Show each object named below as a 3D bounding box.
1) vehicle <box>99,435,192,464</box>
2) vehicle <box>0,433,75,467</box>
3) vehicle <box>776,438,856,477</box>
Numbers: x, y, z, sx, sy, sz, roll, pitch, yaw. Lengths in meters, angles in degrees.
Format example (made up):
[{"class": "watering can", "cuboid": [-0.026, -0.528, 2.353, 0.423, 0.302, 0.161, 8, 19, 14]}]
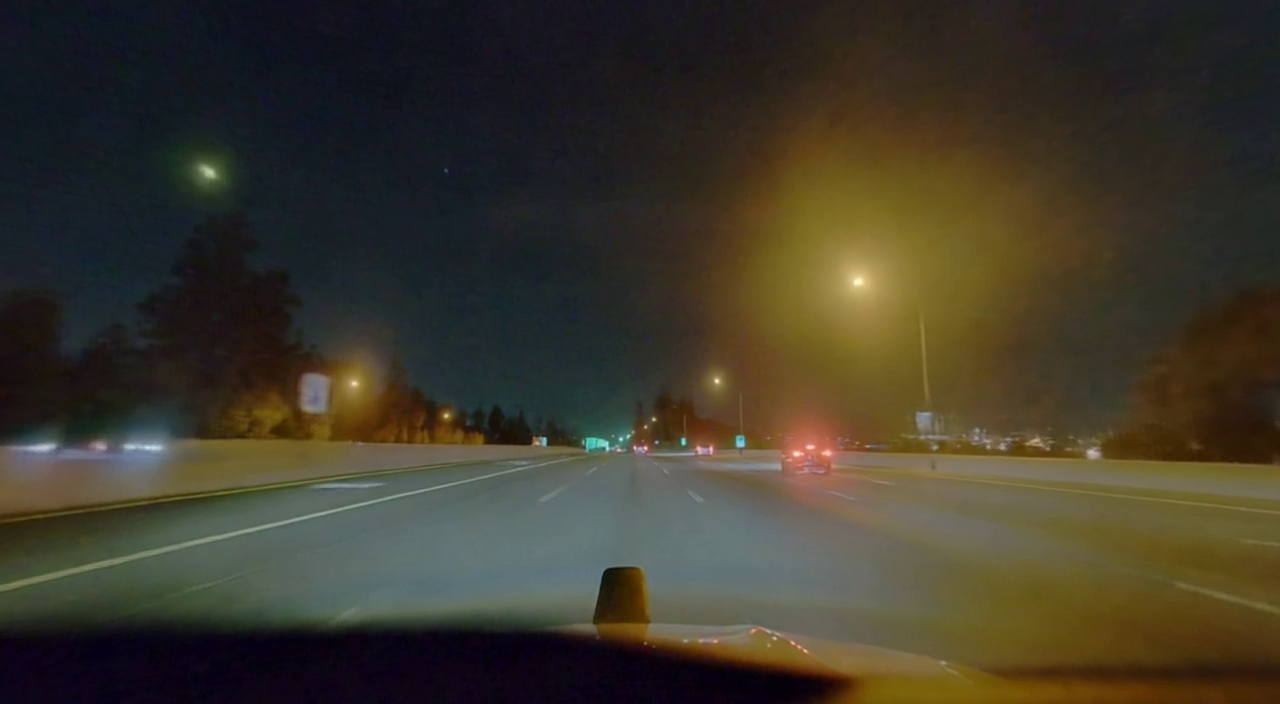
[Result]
[{"class": "vehicle", "cuboid": [-29.840, 5.891, 38.244, 1.953, 1.664, 4.513, 0, -8, 0]}, {"class": "vehicle", "cuboid": [-33.874, 5.317, 34.345, 2.000, 1.707, 4.481, 0, -8, -1]}, {"class": "vehicle", "cuboid": [7.560, 4.572, 27.603, 2.031, 1.524, 4.657, 1, -8, -2]}]
